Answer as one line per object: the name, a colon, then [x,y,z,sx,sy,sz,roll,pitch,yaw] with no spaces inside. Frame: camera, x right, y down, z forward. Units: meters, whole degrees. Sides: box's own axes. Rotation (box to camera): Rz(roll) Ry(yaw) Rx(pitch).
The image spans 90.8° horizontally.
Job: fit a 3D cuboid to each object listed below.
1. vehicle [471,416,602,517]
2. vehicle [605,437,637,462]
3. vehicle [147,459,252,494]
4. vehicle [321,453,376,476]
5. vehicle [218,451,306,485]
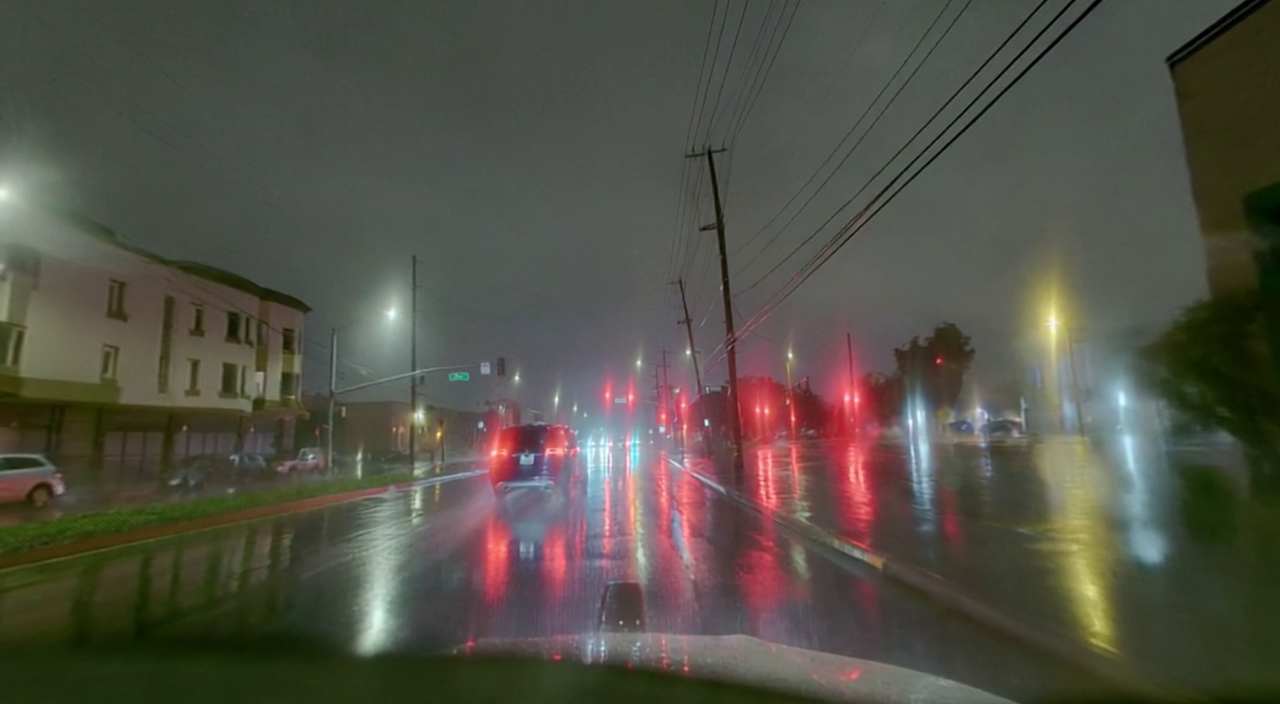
vehicle: [-1.948,2.323,13.224,2.022,1.757,4.041,0,-9,0]
vehicle: [-1.282,6.828,44.330,2.144,1.681,3.855,0,-9,-1]
vehicle: [-20.457,5.759,29.596,1.790,1.415,4.450,0,-9,-2]
vehicle: [-20.505,7.902,44.634,1.826,1.430,4.426,0,-9,-1]
vehicle: [-20.420,6.266,34.391,1.989,1.689,4.388,0,-9,1]
